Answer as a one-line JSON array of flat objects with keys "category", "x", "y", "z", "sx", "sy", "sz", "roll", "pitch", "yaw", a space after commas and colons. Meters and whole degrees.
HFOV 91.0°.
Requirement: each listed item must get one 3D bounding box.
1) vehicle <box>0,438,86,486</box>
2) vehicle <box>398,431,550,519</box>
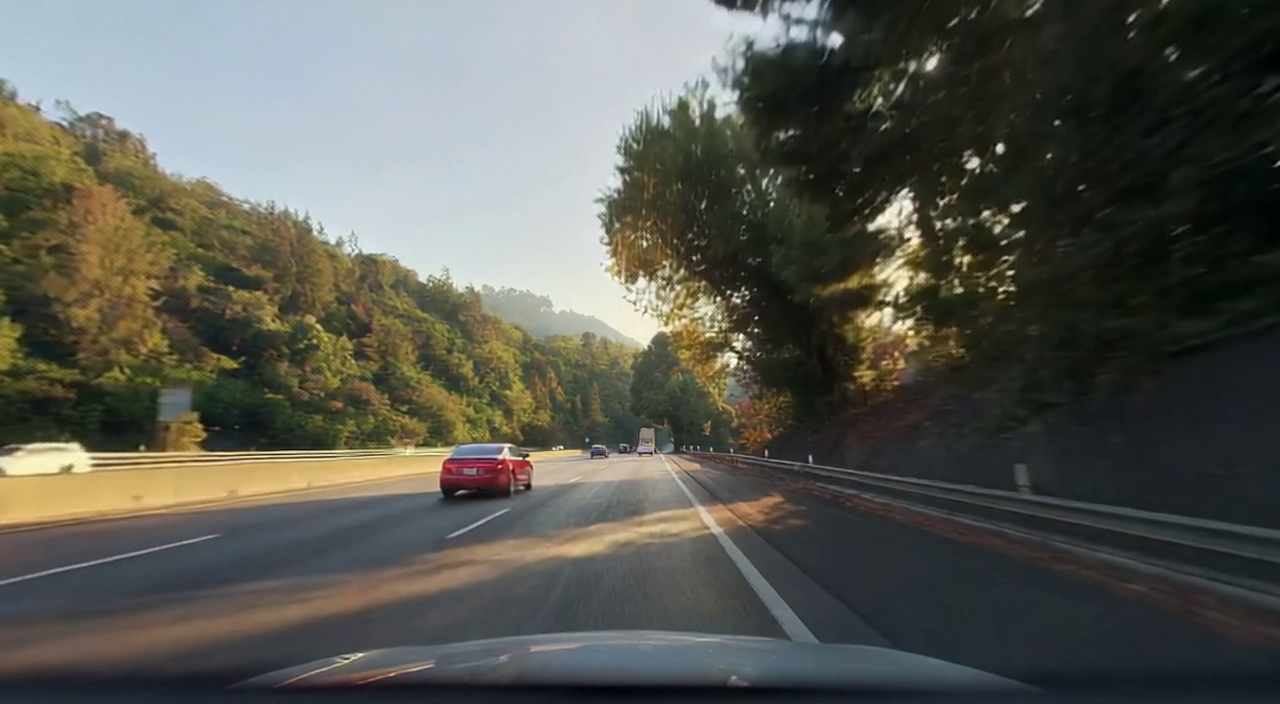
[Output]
[{"category": "vehicle", "x": -23.051, "y": 3.966, "z": 22.739, "sx": 1.868, "sy": 1.620, "sz": 4.490, "roll": -1, "pitch": -8, "yaw": 1}, {"category": "vehicle", "x": -3.300, "y": 2.533, "z": 13.573, "sx": 2.015, "sy": 1.561, "sz": 4.469, "roll": 0, "pitch": -8, "yaw": 1}]
